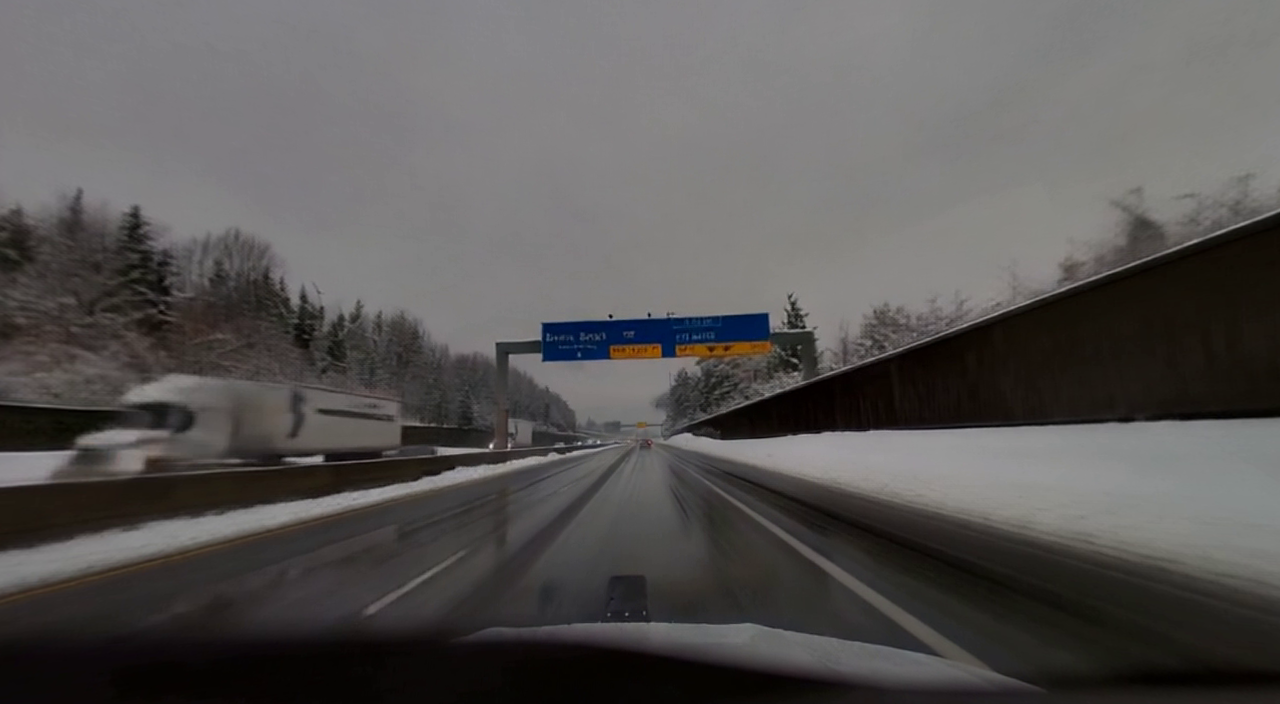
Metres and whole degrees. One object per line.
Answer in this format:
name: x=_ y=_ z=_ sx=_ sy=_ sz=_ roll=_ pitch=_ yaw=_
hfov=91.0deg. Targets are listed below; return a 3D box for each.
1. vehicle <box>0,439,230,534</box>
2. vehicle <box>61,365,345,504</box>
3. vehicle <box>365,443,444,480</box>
vehicle: x=-10.497 y=2.521 z=12.494 sx=1.884 sy=1.546 sz=4.094 roll=0 pitch=-8 yaw=1
vehicle: x=-14.715 y=3.023 z=22.850 sx=2.994 sy=3.947 sz=9.906 roll=0 pitch=-8 yaw=1
vehicle: x=-10.717 y=4.976 z=28.963 sx=1.905 sy=1.561 sz=4.252 roll=0 pitch=-8 yaw=1
